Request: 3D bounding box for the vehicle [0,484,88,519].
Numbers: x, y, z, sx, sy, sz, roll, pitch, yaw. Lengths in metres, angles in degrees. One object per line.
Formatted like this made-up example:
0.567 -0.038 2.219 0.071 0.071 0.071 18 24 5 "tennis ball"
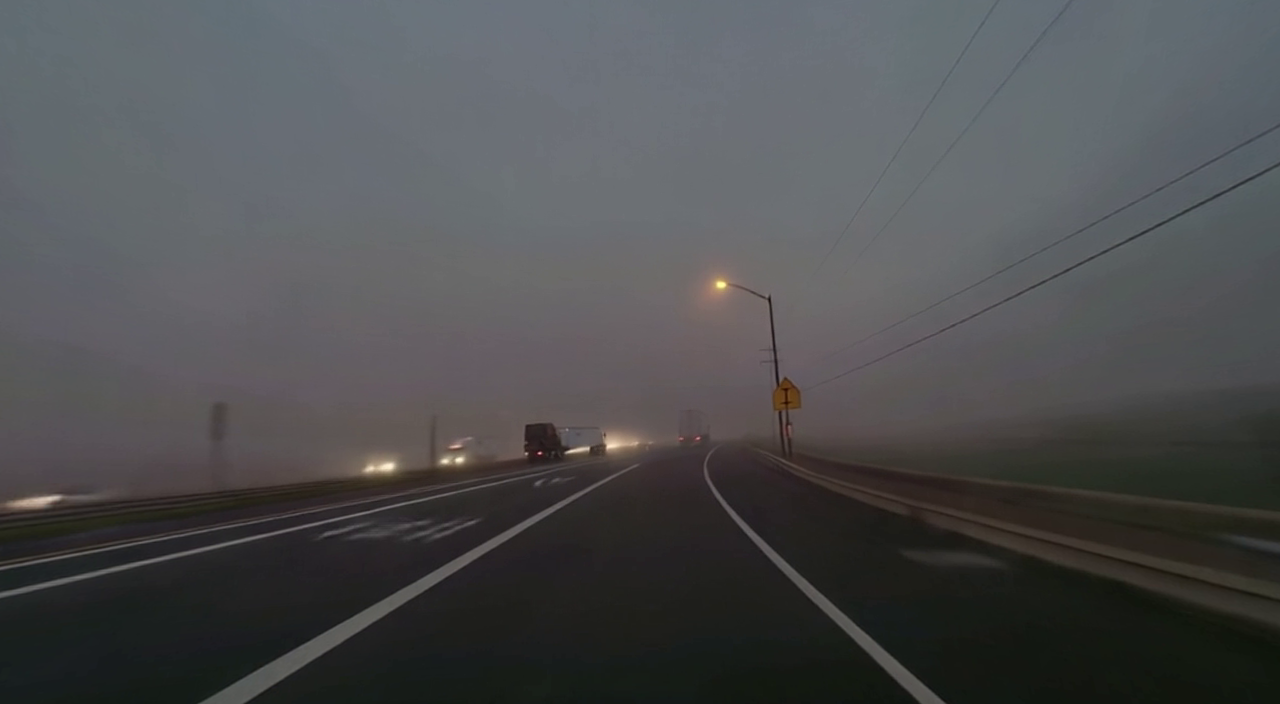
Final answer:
-33.042 8.071 34.193 1.811 1.516 4.140 -2 -9 13 "vehicle"
